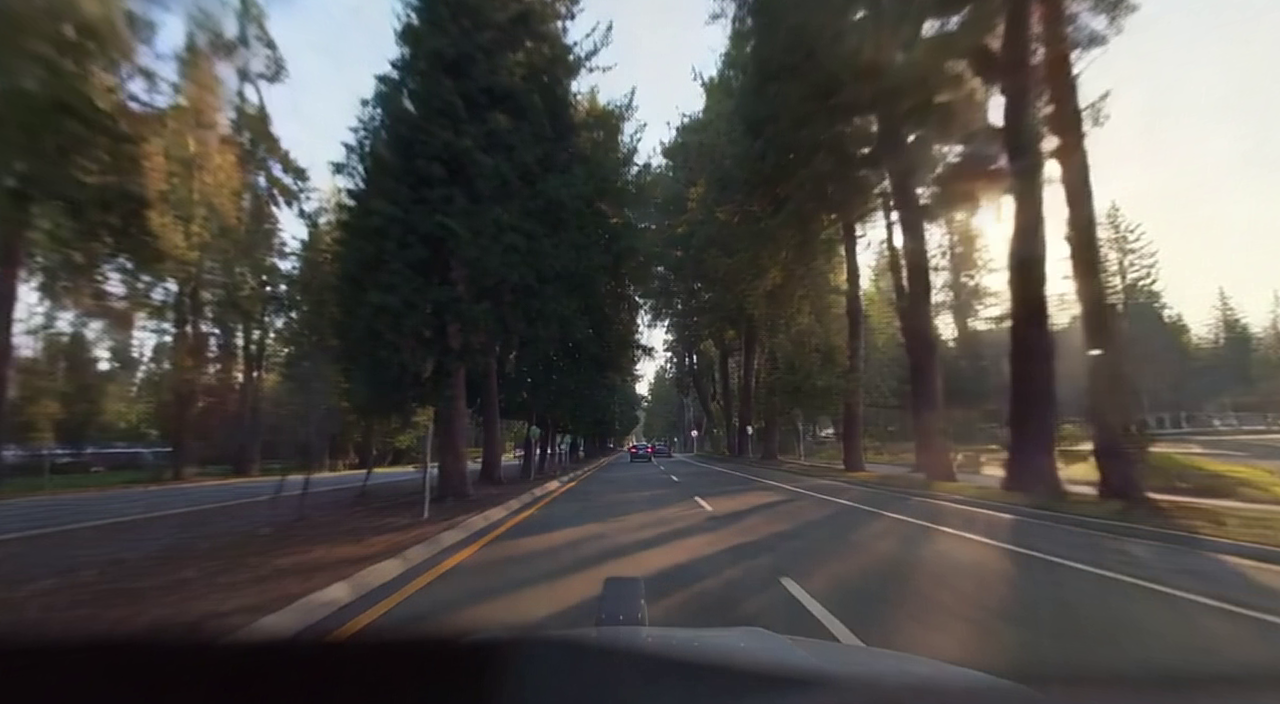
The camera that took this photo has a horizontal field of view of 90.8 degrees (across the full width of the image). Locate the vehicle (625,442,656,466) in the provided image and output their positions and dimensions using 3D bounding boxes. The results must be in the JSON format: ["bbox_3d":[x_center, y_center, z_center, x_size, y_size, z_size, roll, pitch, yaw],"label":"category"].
[{"bbox_3d":[0.026,6.992,43.520,2.048,1.584,4.393,0,-8,-1],"label":"vehicle"}]
